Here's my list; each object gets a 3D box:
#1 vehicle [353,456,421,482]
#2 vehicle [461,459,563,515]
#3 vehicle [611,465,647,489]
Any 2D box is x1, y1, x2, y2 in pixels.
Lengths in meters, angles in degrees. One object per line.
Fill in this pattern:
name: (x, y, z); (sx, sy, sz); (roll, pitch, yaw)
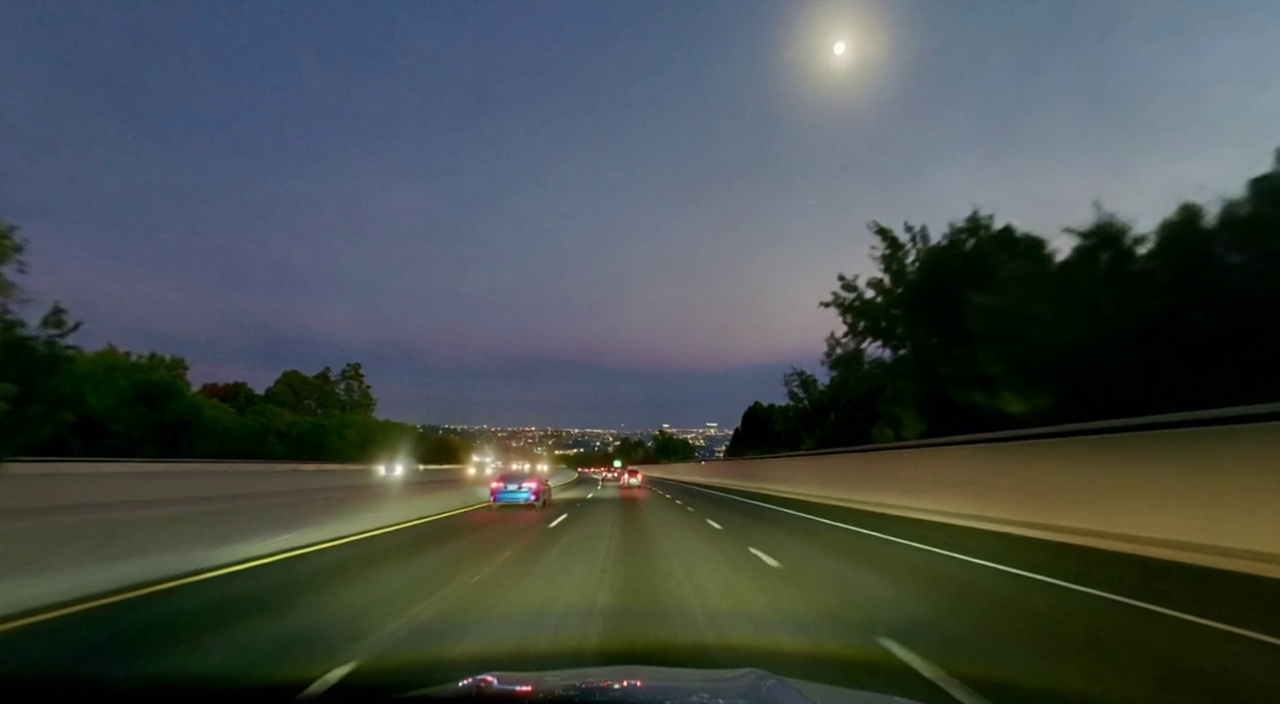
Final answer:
vehicle: (-16.066, 7.493, 40.334); (2.344, 1.480, 5.004); (1, -11, -1)
vehicle: (-3.920, 4.286, 20.294); (2.310, 1.521, 4.731); (1, -11, -1)
vehicle: (-0.751, 8.803, 44.410); (2.363, 1.526, 4.687); (1, -11, -1)
